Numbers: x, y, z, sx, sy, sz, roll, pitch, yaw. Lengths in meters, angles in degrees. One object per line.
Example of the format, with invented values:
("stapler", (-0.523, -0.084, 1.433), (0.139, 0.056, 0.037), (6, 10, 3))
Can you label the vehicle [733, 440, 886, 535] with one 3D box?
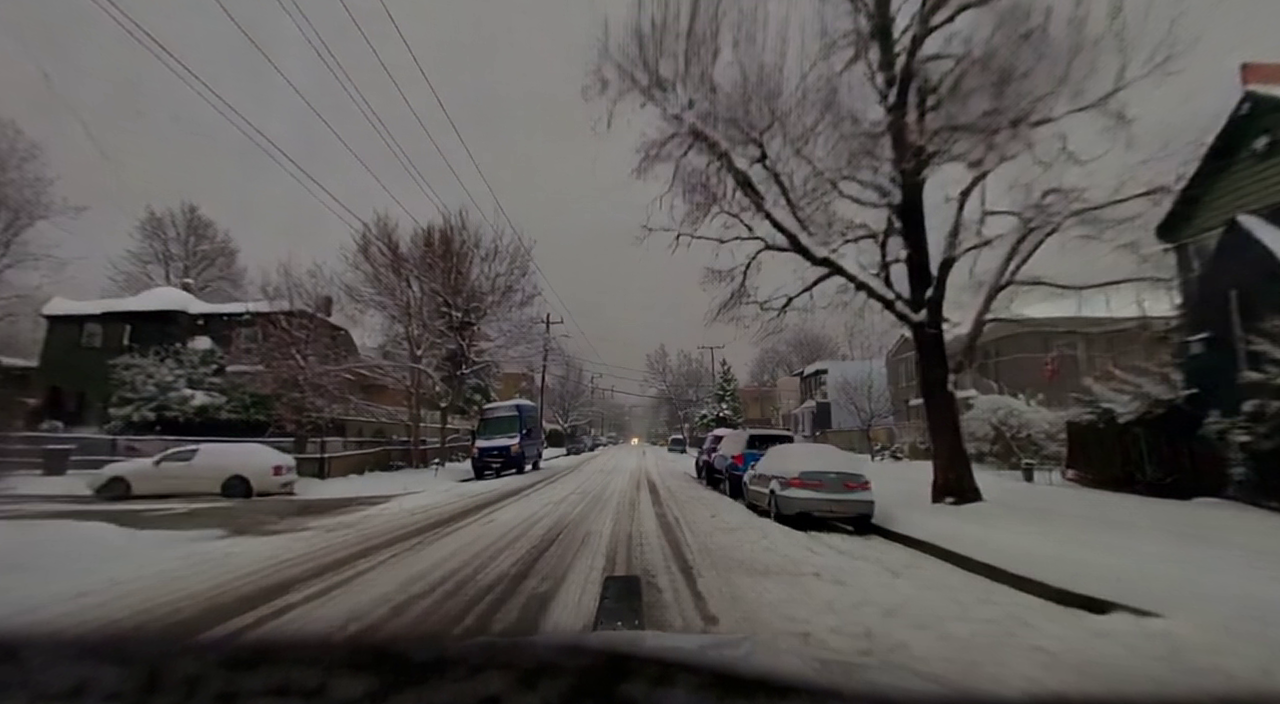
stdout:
("vehicle", (3.357, 2.731, 13.532), (2.010, 1.661, 4.615), (0, -8, 0))

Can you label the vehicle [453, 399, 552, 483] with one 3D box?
("vehicle", (-6.569, 4.313, 31.371), (3.115, 3.562, 7.695), (-2, -7, 0))

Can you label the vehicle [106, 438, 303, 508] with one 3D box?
("vehicle", (-13.243, 3.782, 19.468), (4.341, 1.728, 2.161), (-2, -16, -5))
